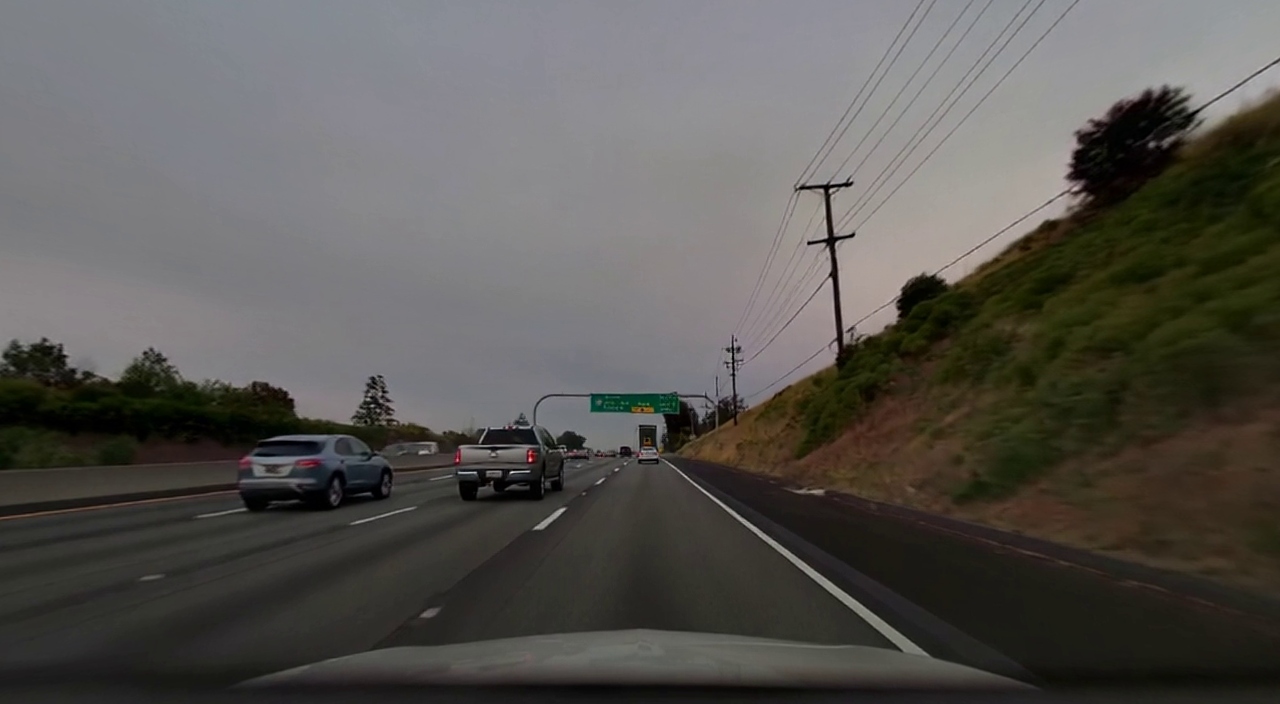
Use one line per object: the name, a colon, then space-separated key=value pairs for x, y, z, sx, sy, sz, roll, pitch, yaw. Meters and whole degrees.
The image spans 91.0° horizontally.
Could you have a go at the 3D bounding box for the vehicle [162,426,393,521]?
vehicle: x=-7.475 y=2.542 z=13.767 sx=2.143 sy=1.688 sz=4.776 roll=0 pitch=-8 yaw=1

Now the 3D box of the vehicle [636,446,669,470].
vehicle: x=0.797 y=7.065 z=42.132 sx=2.025 sy=1.485 sz=4.310 roll=0 pitch=-8 yaw=-1

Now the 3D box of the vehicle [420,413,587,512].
vehicle: x=-3.173 y=2.814 z=16.569 sx=2.972 sy=2.087 sz=6.126 roll=0 pitch=-8 yaw=1
